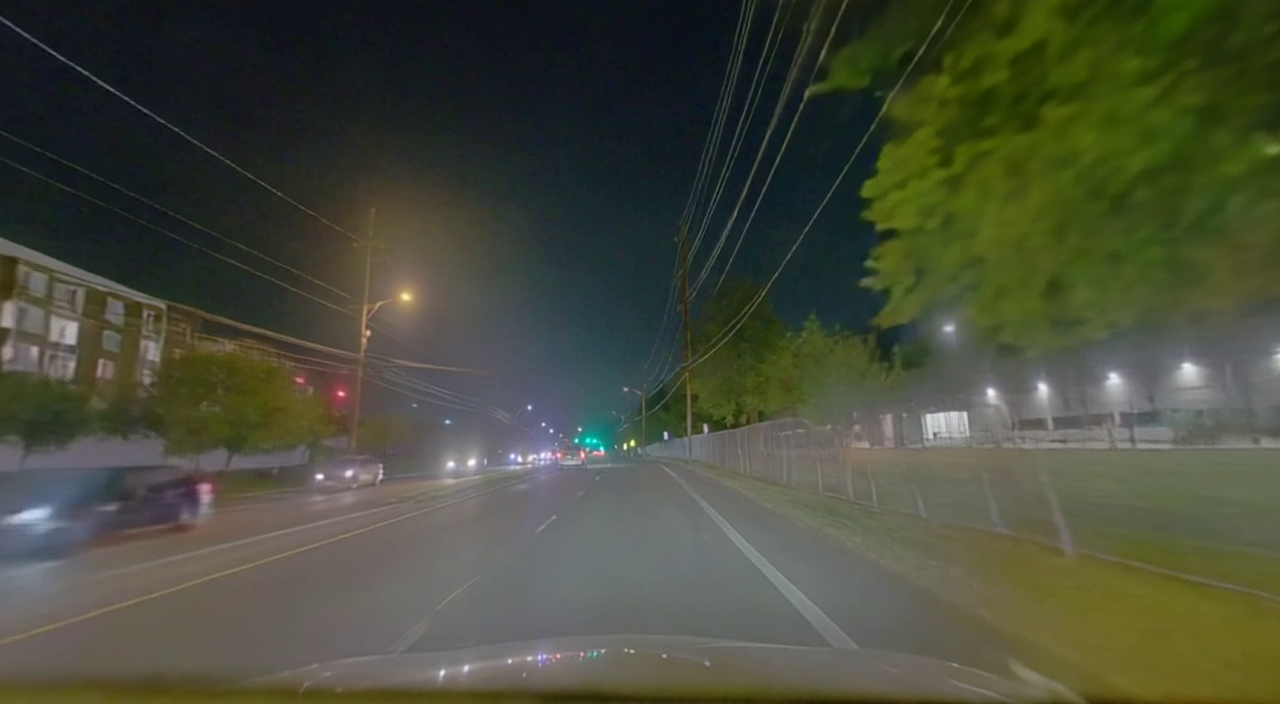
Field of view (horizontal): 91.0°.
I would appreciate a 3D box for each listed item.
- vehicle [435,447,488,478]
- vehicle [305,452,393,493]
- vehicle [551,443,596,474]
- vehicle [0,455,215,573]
[{"bbox_3d":[-10.557,6.518,37.493,1.954,1.690,4.080,1,-9,-1],"label":"vehicle"},{"bbox_3d":[-13.375,5.527,29.276,1.942,1.660,4.595,1,-9,-1],"label":"vehicle"},{"bbox_3d":[-3.528,5.729,34.066,1.992,1.515,4.289,1,-9,-1],"label":"vehicle"},{"bbox_3d":[-9.756,2.554,10.626,2.007,1.520,4.466,0,-9,0],"label":"vehicle"}]
